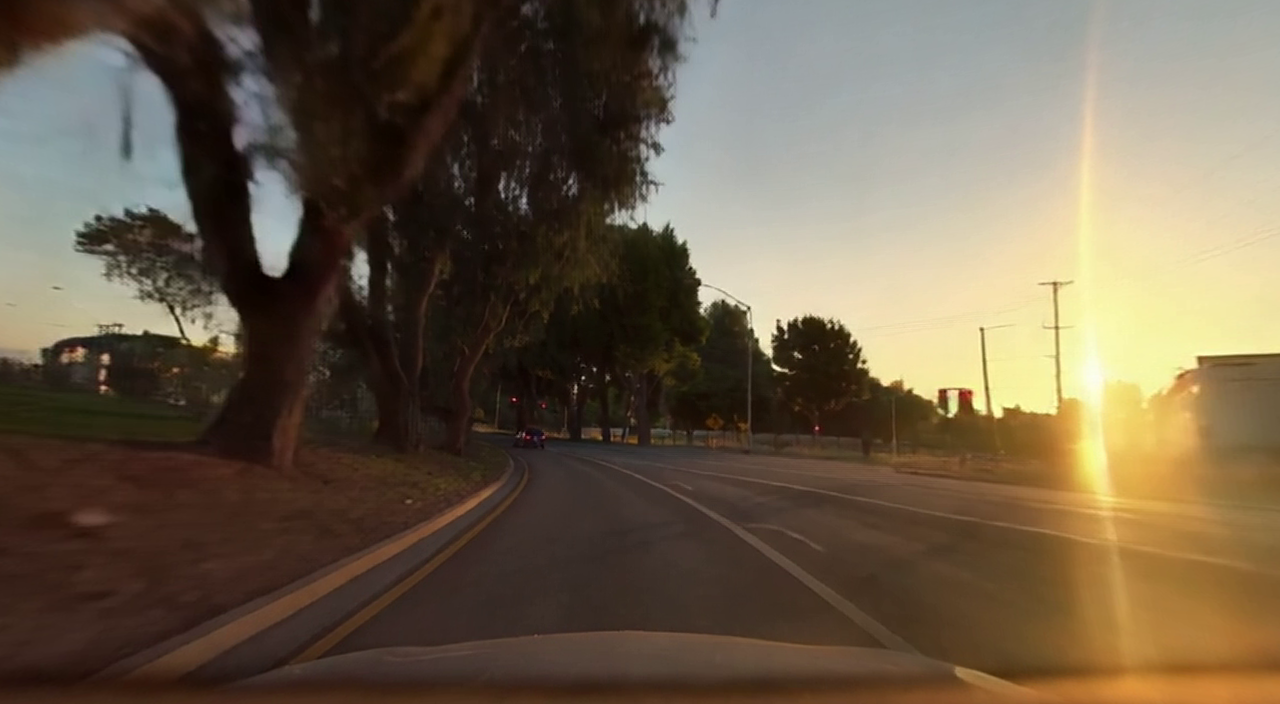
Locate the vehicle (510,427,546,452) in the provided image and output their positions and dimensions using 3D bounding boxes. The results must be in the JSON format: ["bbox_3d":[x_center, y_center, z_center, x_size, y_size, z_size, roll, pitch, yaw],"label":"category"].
[{"bbox_3d":[-8.204,6.381,45.751,1.947,1.729,4.051,2,-9,-18],"label":"vehicle"}]
